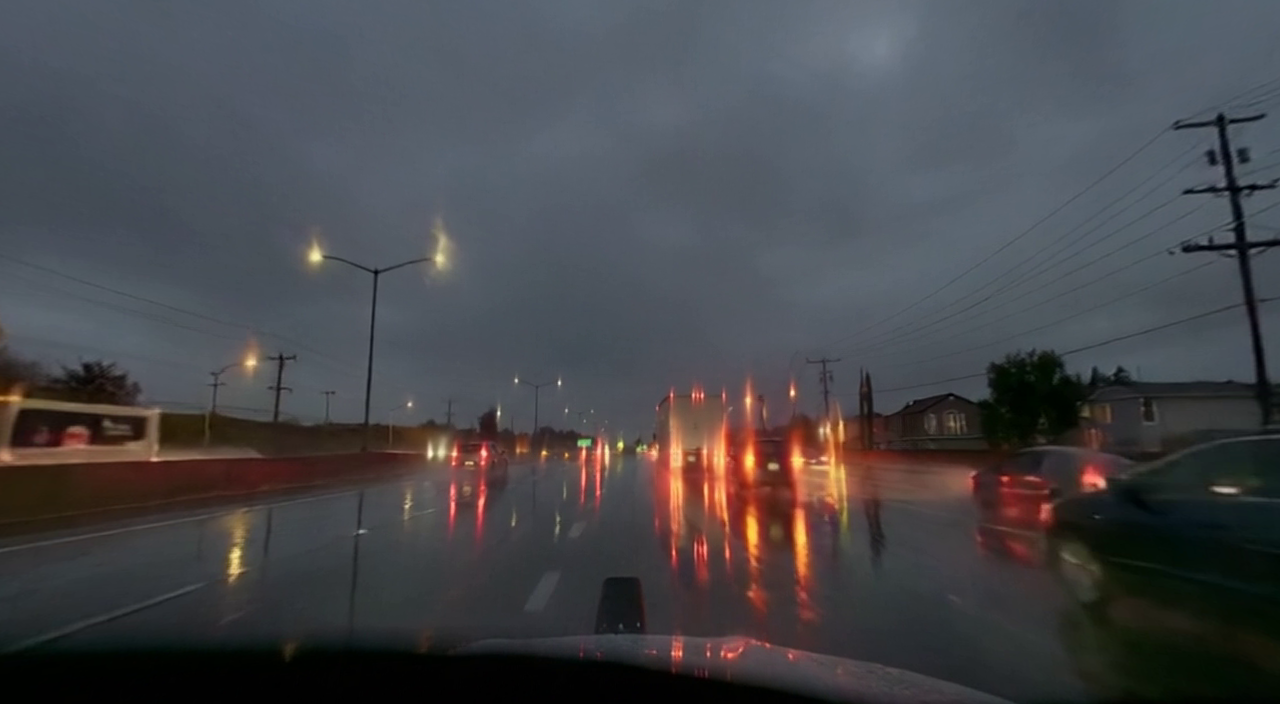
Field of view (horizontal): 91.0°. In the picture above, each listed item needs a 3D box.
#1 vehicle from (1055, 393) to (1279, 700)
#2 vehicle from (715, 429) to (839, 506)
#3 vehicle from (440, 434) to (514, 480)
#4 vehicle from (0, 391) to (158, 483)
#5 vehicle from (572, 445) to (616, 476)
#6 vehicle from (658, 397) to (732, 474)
[{"bbox_3d":[4.394,0.965,2.880,1.978,1.607,4.245,1,-9,-2],"label":"vehicle"},{"bbox_3d":[3.521,3.082,17.282,2.182,1.782,4.800,1,-9,-2],"label":"vehicle"},{"bbox_3d":[-7.089,4.629,27.933,2.147,1.825,4.602,0,-9,-1],"label":"vehicle"},{"bbox_3d":[-29.175,4.142,30.328,3.018,3.937,11.431,0,-9,-2],"label":"vehicle"},{"bbox_3d":[-2.429,5.845,34.174,2.060,1.508,4.308,0,-9,0],"label":"vehicle"},{"bbox_3d":[2.997,5.161,38.254,3.045,3.923,11.834,1,-9,-2],"label":"vehicle"}]
